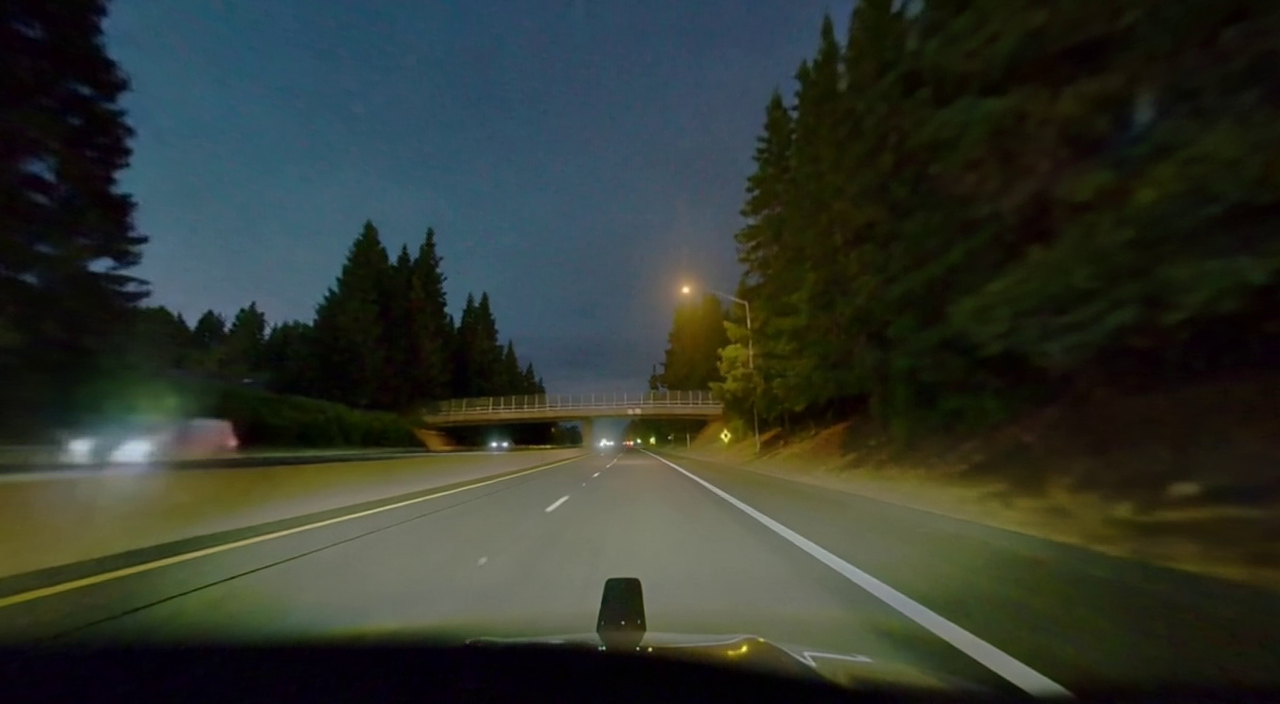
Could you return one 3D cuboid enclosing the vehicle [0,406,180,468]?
[{"bbox_3d":[-16.265,2.539,18.577,1.990,1.585,4.448,0,-9,0],"label":"vehicle"}]
